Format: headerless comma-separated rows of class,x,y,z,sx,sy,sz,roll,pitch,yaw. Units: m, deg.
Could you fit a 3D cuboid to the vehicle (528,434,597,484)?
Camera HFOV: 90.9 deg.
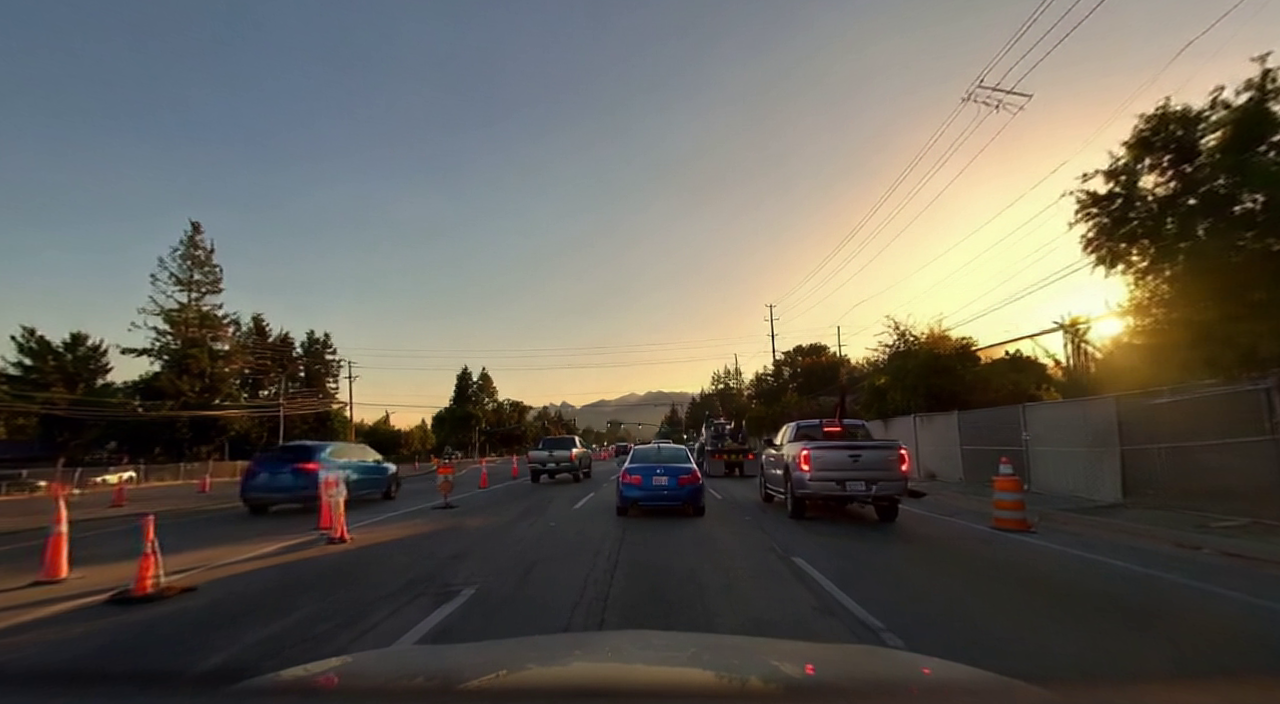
vehicle,-2.867,4.055,24.184,1.989,1.729,4.184,0,-8,2

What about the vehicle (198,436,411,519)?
vehicle,-7.041,2.668,14.026,2.018,1.490,4.926,0,-8,0

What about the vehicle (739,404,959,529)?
vehicle,3.908,2.333,13.479,2.555,2.017,6.201,0,-8,0

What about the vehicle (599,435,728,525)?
vehicle,0.418,2.440,12.656,2.128,1.473,4.272,0,-8,1
